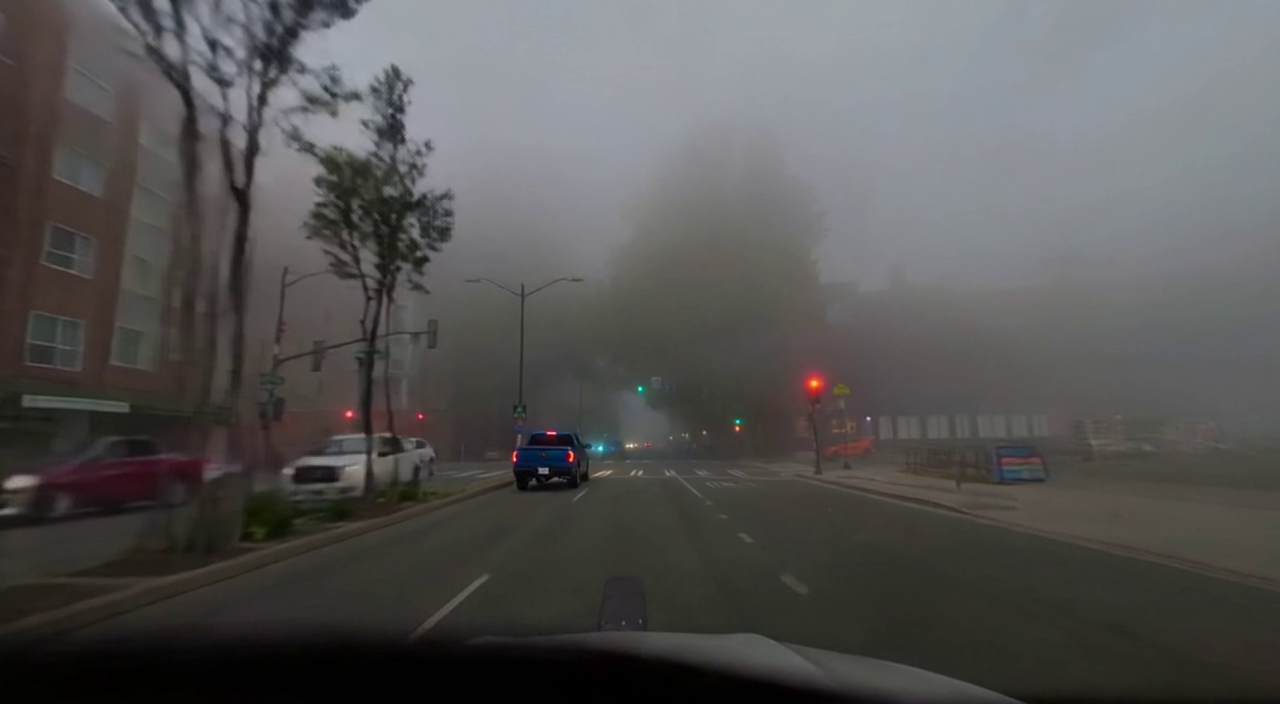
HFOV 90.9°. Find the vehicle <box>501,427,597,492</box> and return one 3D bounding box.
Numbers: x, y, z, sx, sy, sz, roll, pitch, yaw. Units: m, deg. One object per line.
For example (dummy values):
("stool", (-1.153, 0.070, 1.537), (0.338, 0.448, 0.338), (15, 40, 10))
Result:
("vehicle", (-2.714, 3.403, 20.276), (2.197, 1.786, 5.365), (0, -9, 1))

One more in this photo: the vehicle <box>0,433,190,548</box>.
("vehicle", (-10.126, 2.249, 10.743), (1.894, 1.636, 4.057), (0, -9, 0))

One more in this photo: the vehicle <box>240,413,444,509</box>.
("vehicle", (-7.100, 2.708, 16.042), (2.308, 1.961, 5.807), (0, -9, 1))

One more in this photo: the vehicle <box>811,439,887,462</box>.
("vehicle", (14.074, 6.689, 42.642), (4.447, 1.484, 1.928), (0, -9, 1))
